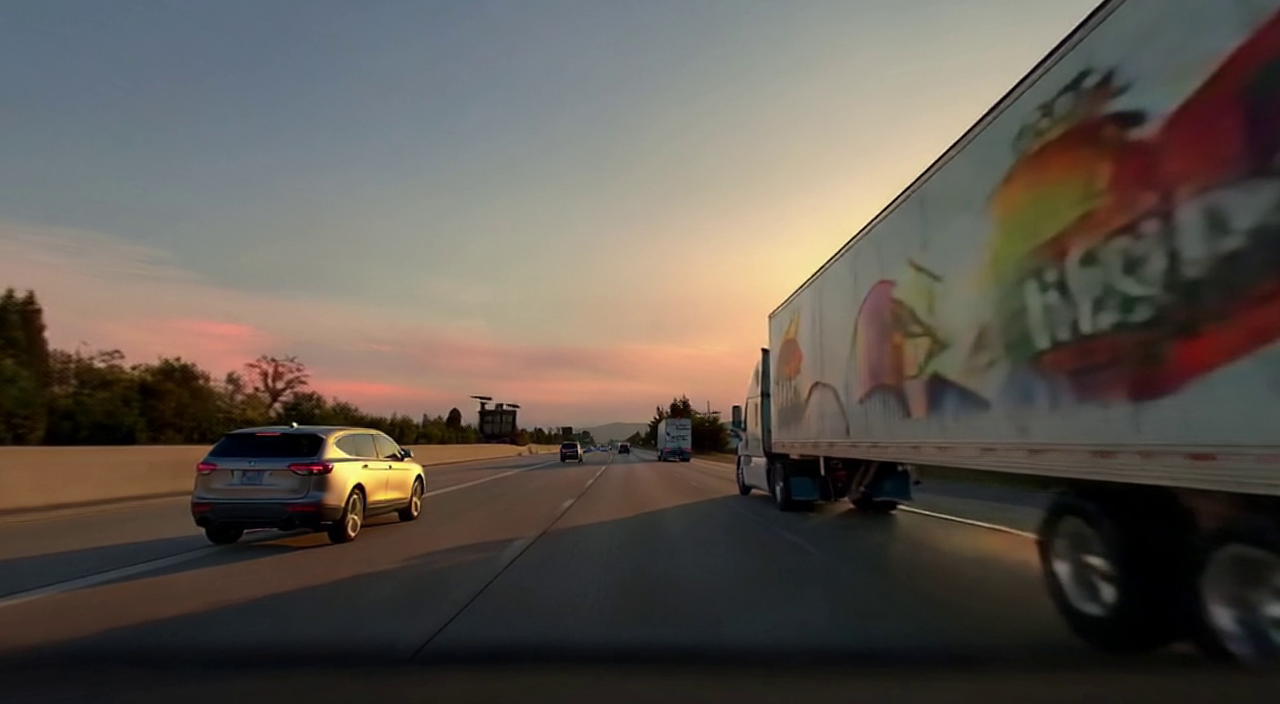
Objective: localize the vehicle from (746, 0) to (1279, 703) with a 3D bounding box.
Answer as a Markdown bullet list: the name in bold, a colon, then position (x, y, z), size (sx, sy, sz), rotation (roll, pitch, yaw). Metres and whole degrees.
- **vehicle**: position (4.175, 0.465, 7.966), size (2.933, 4.016, 13.949), rotation (0, -9, -1)

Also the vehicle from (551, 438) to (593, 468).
- **vehicle**: position (-4.047, 6.113, 38.127), size (2.139, 1.716, 4.530), rotation (0, -9, -1)

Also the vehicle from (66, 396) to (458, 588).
- **vehicle**: position (-4.166, 1.643, 8.176), size (2.202, 1.760, 4.617), rotation (0, -9, 0)
